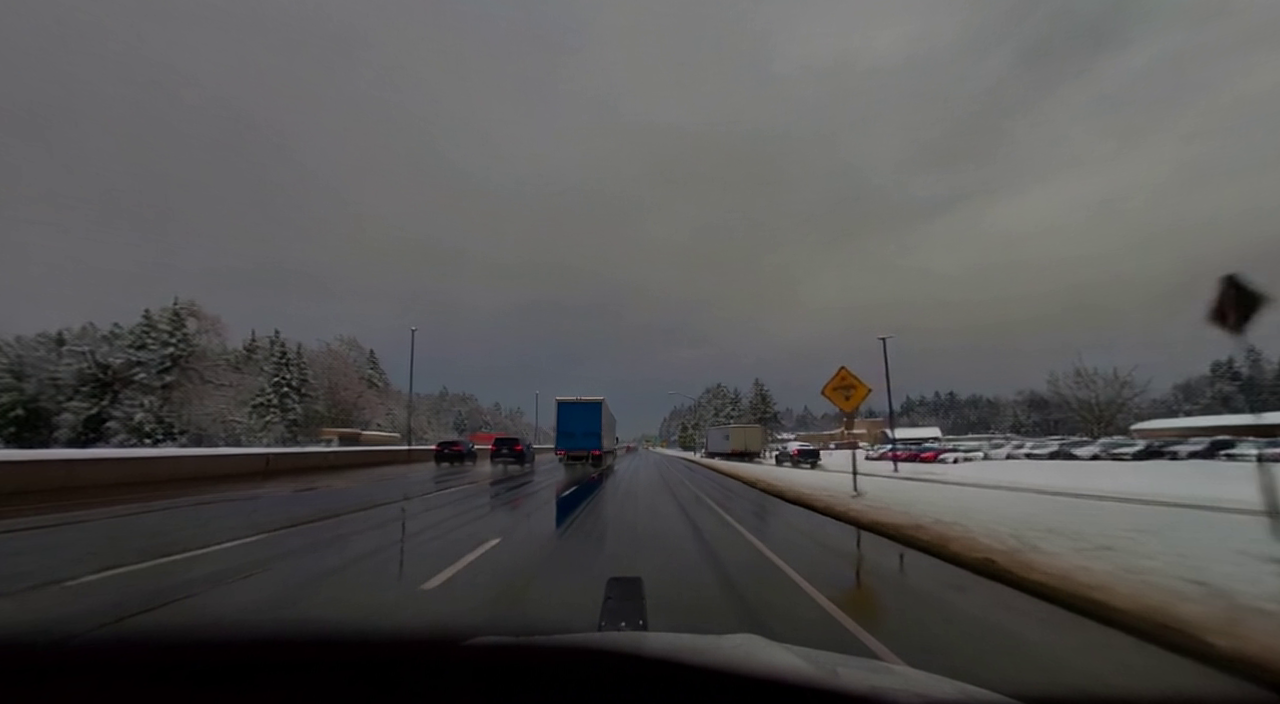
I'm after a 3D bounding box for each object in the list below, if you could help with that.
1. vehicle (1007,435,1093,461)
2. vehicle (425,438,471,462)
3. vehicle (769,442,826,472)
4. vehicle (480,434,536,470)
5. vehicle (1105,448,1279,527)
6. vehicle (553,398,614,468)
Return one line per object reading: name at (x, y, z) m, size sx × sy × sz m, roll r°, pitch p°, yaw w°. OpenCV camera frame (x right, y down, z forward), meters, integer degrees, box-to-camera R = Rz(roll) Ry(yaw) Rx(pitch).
vehicle at (28.298, 6.620, 43.636) m, size 4.586 × 1.710 × 1.944 m, roll 0°, pitch -8°, yaw -2°
vehicle at (-14.348, 7.380, 47.459) m, size 1.997 × 1.695 × 4.492 m, roll 0°, pitch -8°, yaw 1°
vehicle at (9.783, 6.540, 39.521) m, size 2.083 × 1.706 × 4.129 m, roll 1°, pitch -8°, yaw -6°
vehicle at (-7.106, 5.424, 34.425) m, size 2.058 × 1.840 × 4.443 m, roll 0°, pitch -8°, yaw 1°
vehicle at (13.464, 2.942, 14.140) m, size 2.022 × 1.505 × 4.786 m, roll 1°, pitch -8°, yaw -7°
vehicle at (-3.540, 5.616, 43.048) m, size 2.905 × 4.037 × 12.921 m, roll 0°, pitch -8°, yaw 0°
